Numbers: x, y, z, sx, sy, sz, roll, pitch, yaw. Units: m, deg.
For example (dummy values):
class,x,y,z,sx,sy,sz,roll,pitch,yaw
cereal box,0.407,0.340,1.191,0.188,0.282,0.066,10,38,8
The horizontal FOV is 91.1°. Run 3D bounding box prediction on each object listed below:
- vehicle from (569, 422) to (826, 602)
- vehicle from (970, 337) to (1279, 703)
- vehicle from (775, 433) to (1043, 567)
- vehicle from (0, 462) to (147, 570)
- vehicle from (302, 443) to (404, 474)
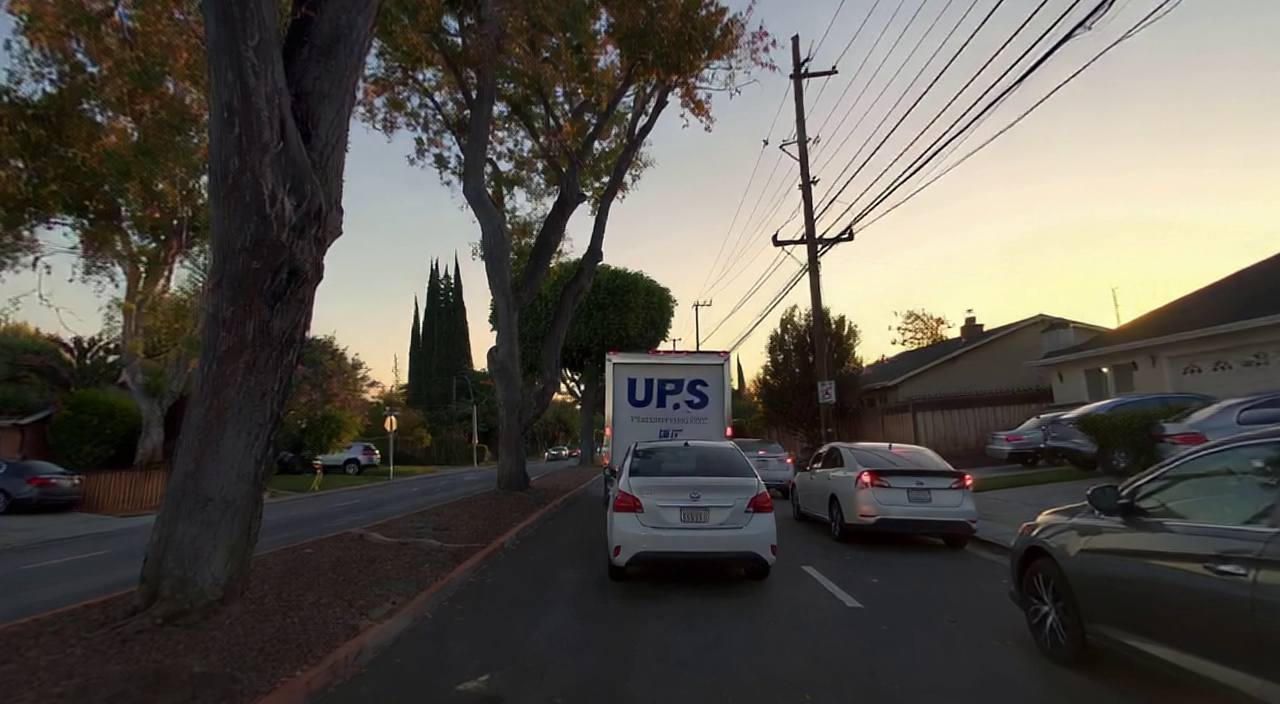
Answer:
class,x,y,z,sx,sy,sz,roll,pitch,yaw
vehicle,0.481,1.679,7.543,2.158,1.499,4.377,0,-8,0
vehicle,3.310,0.770,1.922,2.069,1.722,4.888,0,-8,2
vehicle,3.509,2.001,9.343,1.993,1.479,4.487,0,-8,0
vehicle,-10.351,2.485,9.477,1.925,1.482,4.753,0,-8,0
vehicle,-17.430,6.474,38.304,5.274,1.793,1.921,0,-8,3
